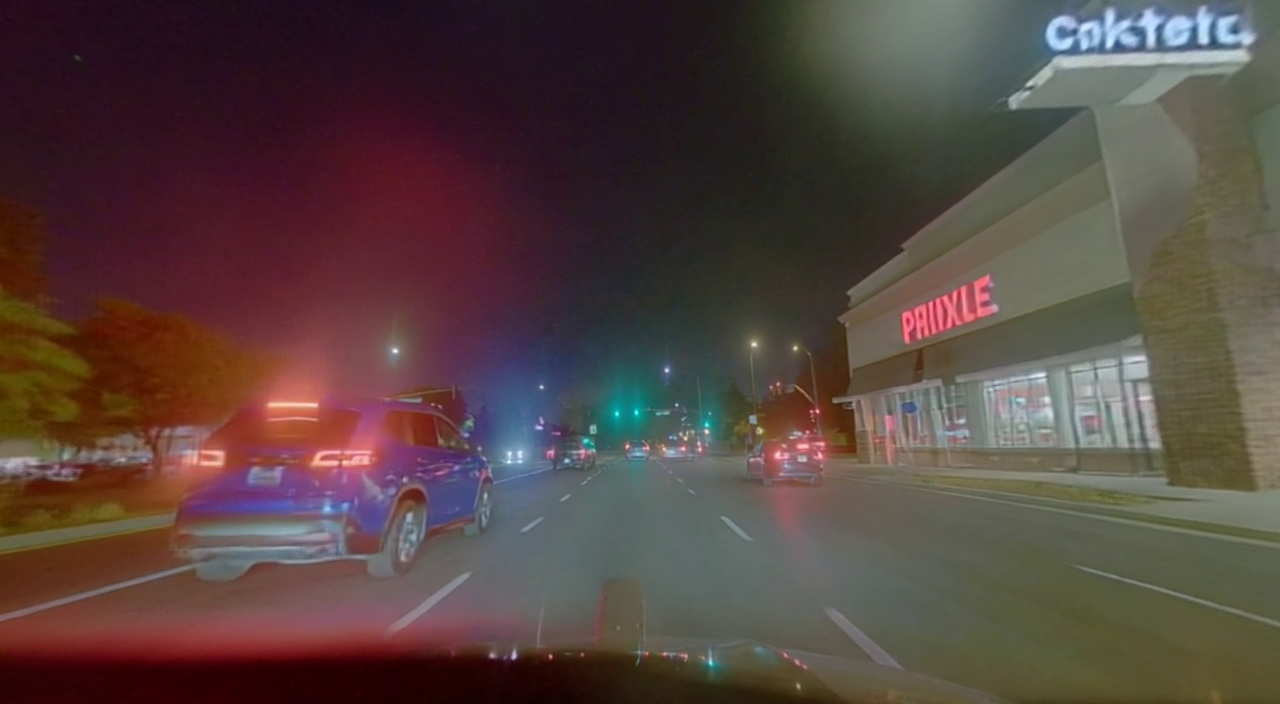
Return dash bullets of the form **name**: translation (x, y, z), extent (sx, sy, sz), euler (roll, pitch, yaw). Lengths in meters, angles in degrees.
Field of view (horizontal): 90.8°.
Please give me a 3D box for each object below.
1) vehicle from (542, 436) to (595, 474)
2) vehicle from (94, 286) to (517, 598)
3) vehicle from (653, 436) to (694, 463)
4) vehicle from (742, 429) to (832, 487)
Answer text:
- **vehicle**: translation (-3.377, 5.001, 30.810), extent (2.030, 1.724, 4.365), euler (0, -9, 1)
- **vehicle**: translation (-3.528, 1.208, 8.615), extent (2.443, 2.784, 5.862), euler (0, -9, 1)
- **vehicle**: translation (2.500, 7.057, 45.659), extent (2.209, 1.806, 4.689), euler (-2, -9, 12)
- **vehicle**: translation (4.560, 3.376, 20.264), extent (1.869, 1.646, 4.166), euler (0, -9, 0)
